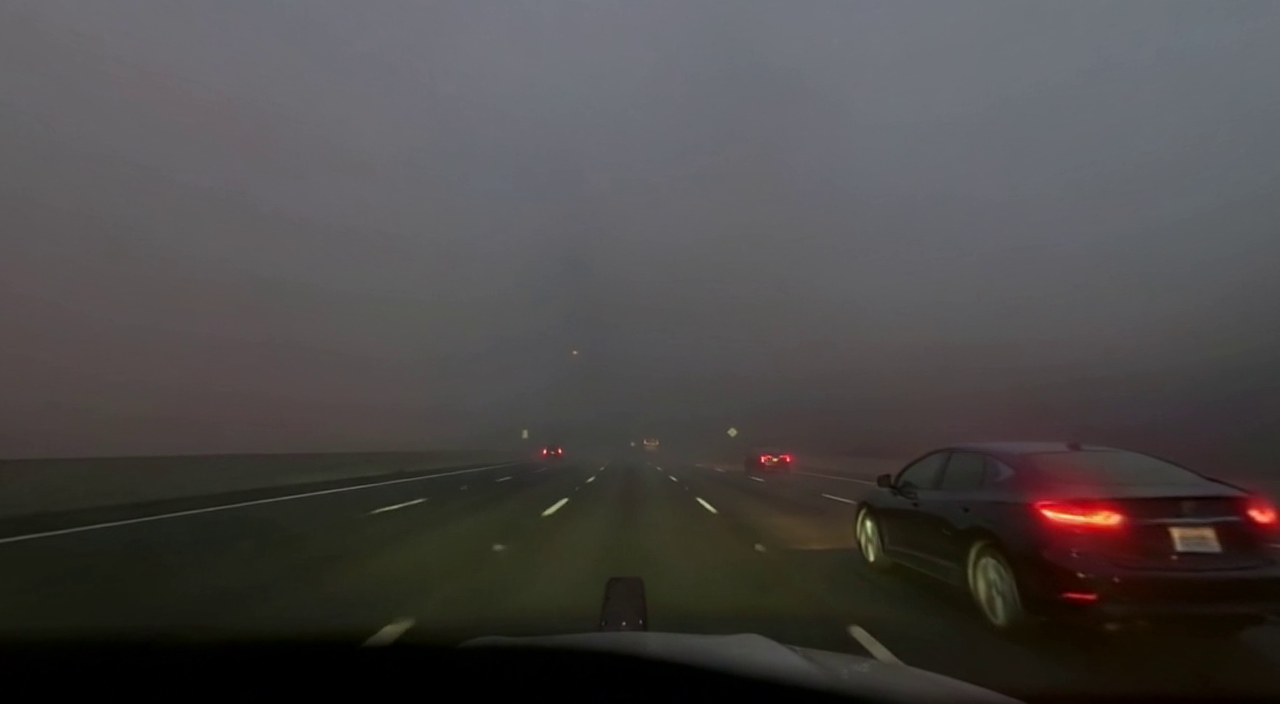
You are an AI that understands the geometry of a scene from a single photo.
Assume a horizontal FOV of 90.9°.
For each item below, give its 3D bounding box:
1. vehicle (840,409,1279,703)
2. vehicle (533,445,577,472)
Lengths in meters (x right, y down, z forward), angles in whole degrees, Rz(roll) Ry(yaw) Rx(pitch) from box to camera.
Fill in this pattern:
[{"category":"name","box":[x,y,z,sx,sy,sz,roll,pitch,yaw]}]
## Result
[{"category":"vehicle","box":[3.256,1.292,4.562,2.030,1.490,4.737,0,-8,0]},{"category":"vehicle","box":[-4.852,6.149,36.725,2.014,1.481,4.156,0,-8,-1]}]
